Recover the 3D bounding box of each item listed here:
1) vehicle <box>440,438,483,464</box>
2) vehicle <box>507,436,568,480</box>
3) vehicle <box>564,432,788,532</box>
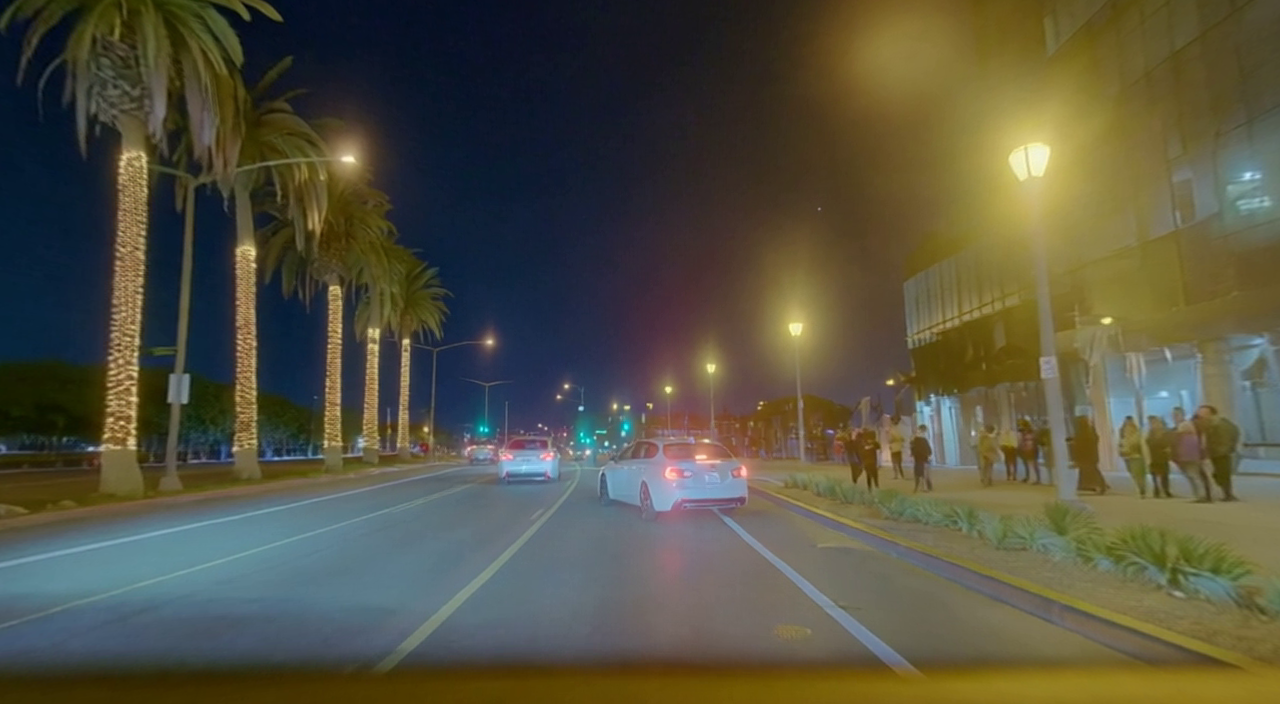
[{"bbox_3d":[-11.530,6.415,40.994,1.930,1.583,4.423,0,-9,-5],"label":"vehicle"},{"bbox_3d":[-4.073,4.277,25.645,2.039,1.628,4.331,0,-9,-4],"label":"vehicle"},{"bbox_3d":[0.411,2.332,11.976,1.930,1.477,4.657,5,-10,-30],"label":"vehicle"}]
